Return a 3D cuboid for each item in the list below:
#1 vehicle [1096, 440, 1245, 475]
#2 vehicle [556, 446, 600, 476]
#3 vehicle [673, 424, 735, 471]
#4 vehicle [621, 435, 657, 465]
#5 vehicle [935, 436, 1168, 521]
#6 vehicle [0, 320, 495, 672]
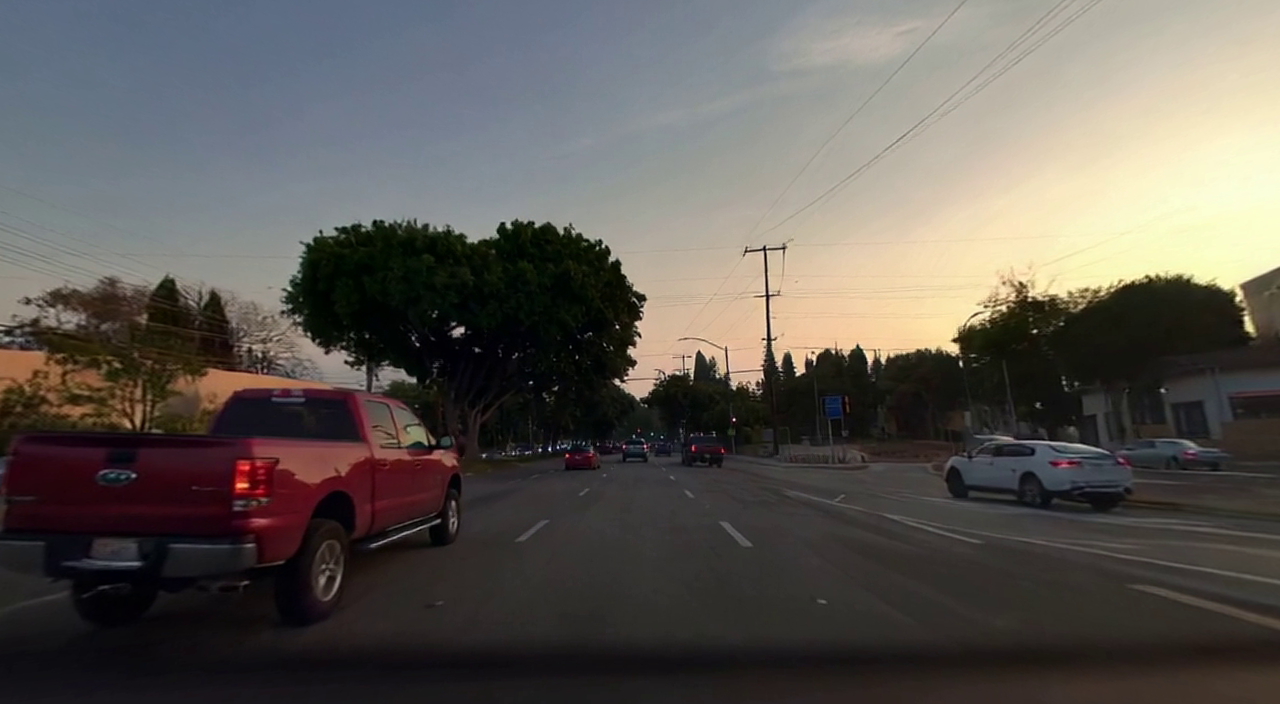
[{"bbox_3d":[23.556,4.694,28.324,1.973,1.436,4.626,3,-9,-19],"label":"vehicle"},{"bbox_3d":[-3.227,5.736,33.494,1.939,1.494,4.499,0,-9,-1],"label":"vehicle"},{"bbox_3d":[3.953,6.175,40.854,2.905,2.636,6.895,-2,-9,-3],"label":"vehicle"},{"bbox_3d":[-0.103,7.538,48.655,2.643,2.145,5.585,0,-9,0],"label":"vehicle"},{"bbox_3d":[9.152,2.807,14.603,2.010,1.633,4.246,1,-9,-11],"label":"vehicle"},{"bbox_3d":[-3.562,1.329,7.025,2.402,2.194,6.051,0,-9,0],"label":"vehicle"}]
